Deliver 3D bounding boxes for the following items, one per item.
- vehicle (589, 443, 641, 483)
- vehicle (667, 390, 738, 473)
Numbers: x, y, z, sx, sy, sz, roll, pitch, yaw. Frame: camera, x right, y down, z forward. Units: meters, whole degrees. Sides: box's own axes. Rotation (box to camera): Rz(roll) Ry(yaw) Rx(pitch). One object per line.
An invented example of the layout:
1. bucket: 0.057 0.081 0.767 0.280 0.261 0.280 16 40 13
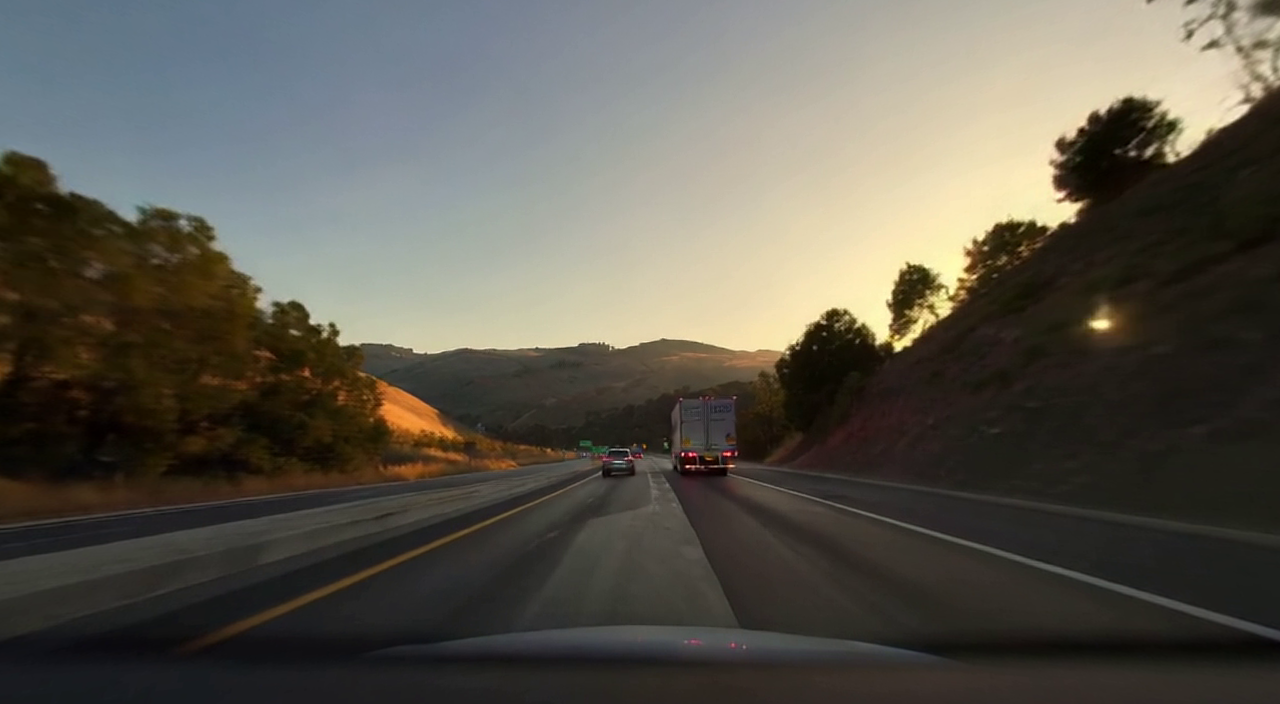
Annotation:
1. vehicle: -1.102 5.156 29.385 2.160 1.691 4.243 -1 -9 1
2. vehicle: 3.527 5.200 39.475 3.167 4.180 14.924 1 -9 1
